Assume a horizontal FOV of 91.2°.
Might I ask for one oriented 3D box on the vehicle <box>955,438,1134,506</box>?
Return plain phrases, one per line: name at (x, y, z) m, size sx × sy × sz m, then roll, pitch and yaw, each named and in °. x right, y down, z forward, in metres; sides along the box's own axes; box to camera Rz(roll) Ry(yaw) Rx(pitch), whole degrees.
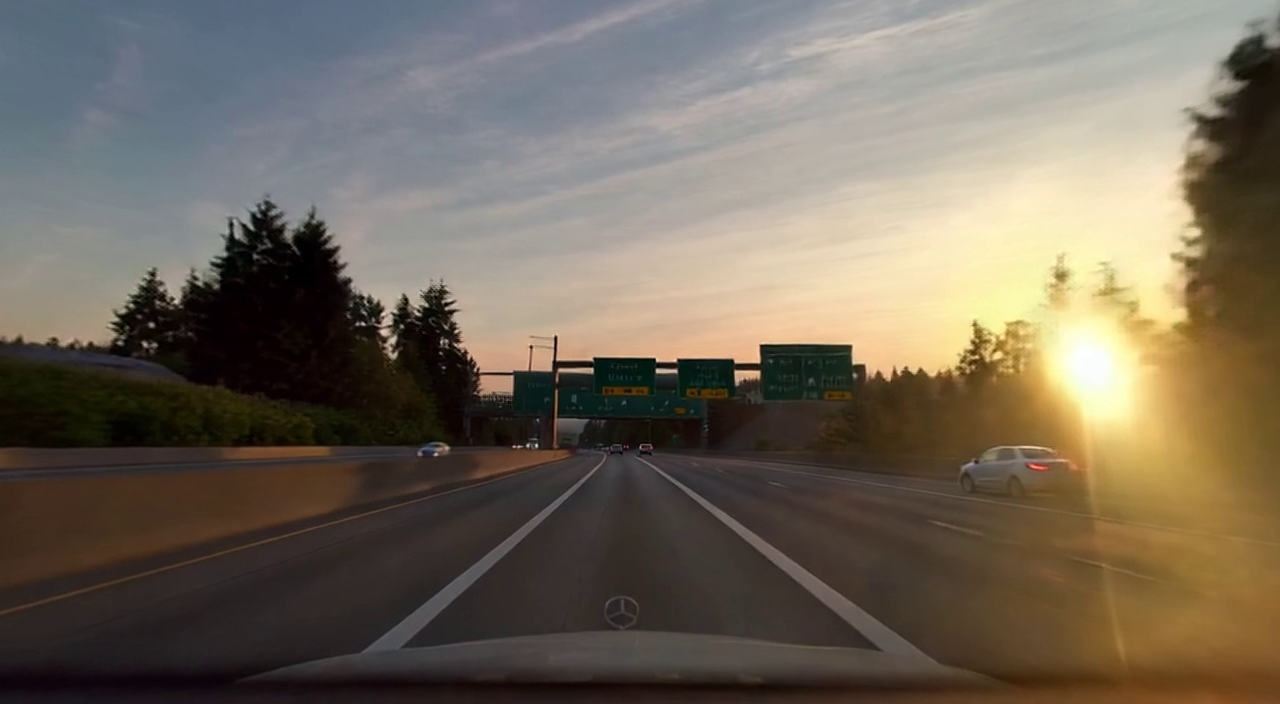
vehicle at (9.832, 2.930, 15.648) m, size 1.853 × 1.463 × 3.780 m, roll 0°, pitch -9°, yaw -1°
